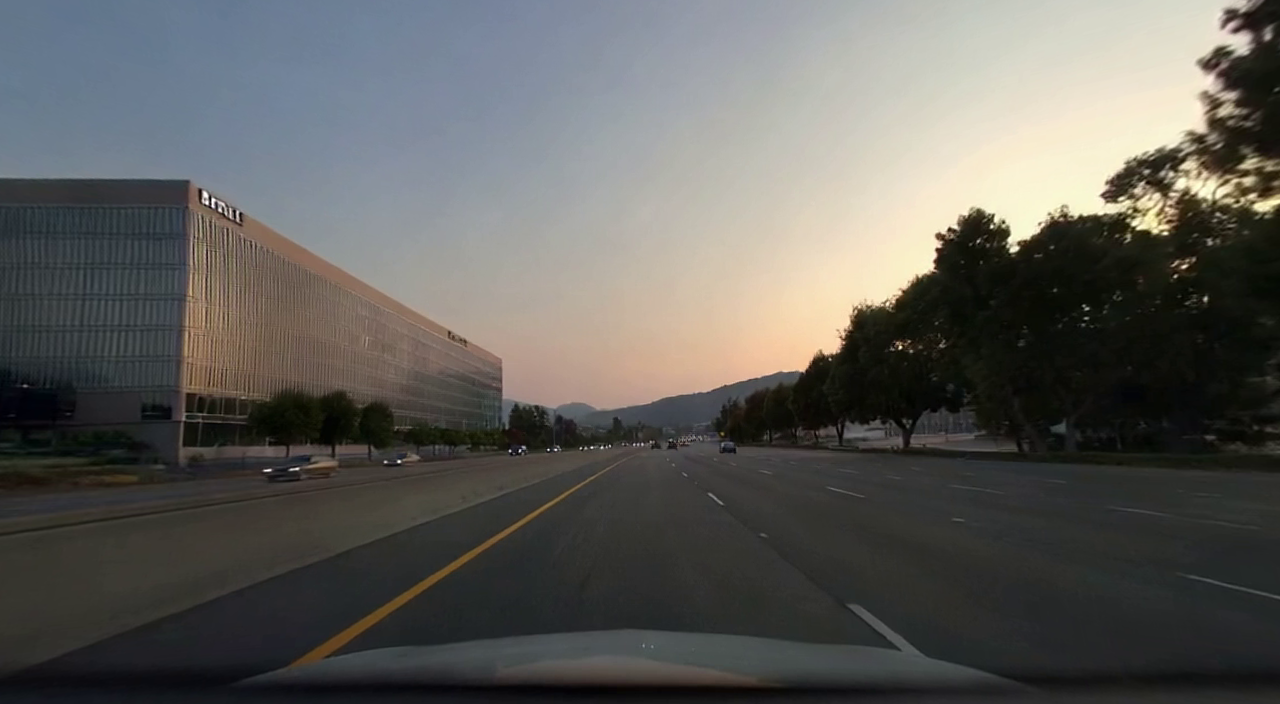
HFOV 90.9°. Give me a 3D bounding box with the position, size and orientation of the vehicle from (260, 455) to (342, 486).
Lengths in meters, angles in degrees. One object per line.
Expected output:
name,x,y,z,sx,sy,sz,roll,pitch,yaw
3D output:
vehicle,-17.807,6.210,33.397,1.803,1.427,4.553,0,-8,0
